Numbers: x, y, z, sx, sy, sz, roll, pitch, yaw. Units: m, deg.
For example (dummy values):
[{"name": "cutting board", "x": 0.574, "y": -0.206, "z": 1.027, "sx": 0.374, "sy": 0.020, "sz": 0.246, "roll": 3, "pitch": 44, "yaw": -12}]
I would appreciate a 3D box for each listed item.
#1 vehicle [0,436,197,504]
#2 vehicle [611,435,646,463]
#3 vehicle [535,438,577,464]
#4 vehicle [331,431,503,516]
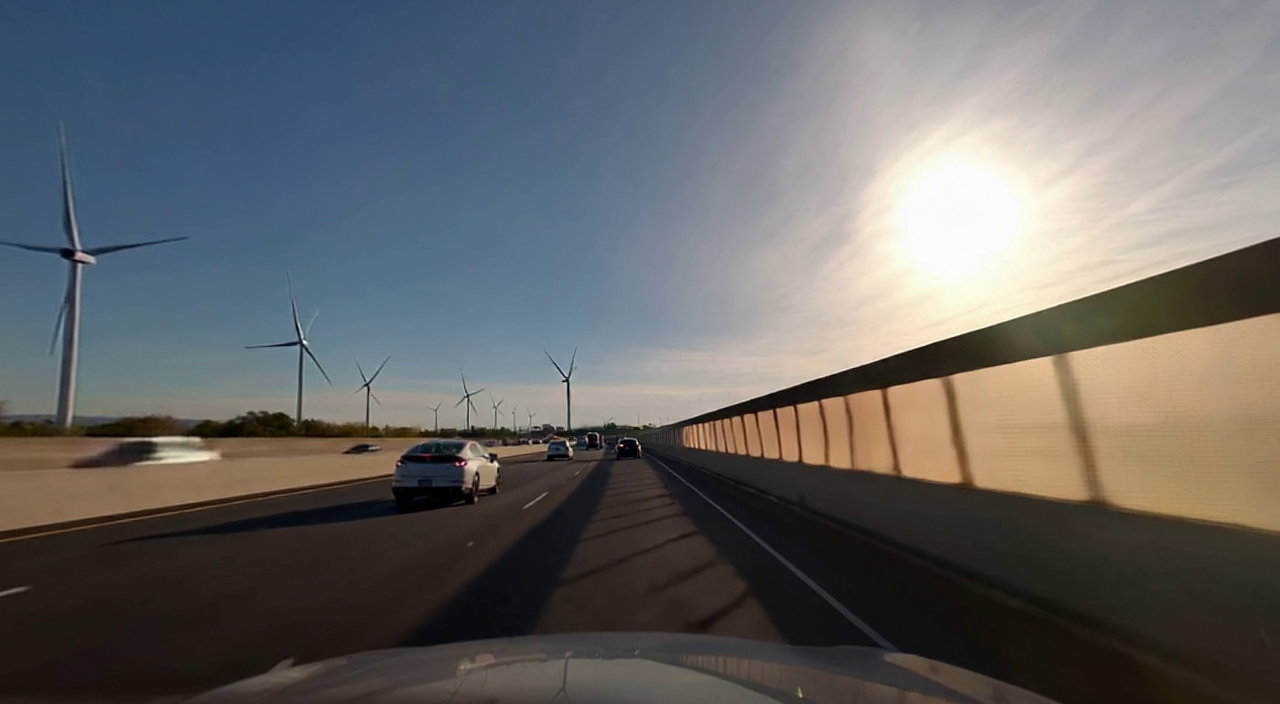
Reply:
[{"name": "vehicle", "x": -14.969, "y": 3.124, "z": 17.340, "sx": 2.009, "sy": 1.578, "sz": 4.910, "roll": 0, "pitch": -8, "yaw": -1}, {"name": "vehicle", "x": -0.683, "y": 5.789, "z": 37.751, "sx": 2.027, "sy": 1.550, "sz": 3.607, "roll": 0, "pitch": -8, "yaw": -1}, {"name": "vehicle", "x": -4.940, "y": 5.857, "z": 37.524, "sx": 2.059, "sy": 1.436, "sz": 3.802, "roll": 0, "pitch": -8, "yaw": -1}, {"name": "vehicle", "x": -4.423, "y": 2.456, "z": 13.433, "sx": 1.998, "sy": 1.468, "sz": 4.635, "roll": 0, "pitch": -8, "yaw": 0}]
